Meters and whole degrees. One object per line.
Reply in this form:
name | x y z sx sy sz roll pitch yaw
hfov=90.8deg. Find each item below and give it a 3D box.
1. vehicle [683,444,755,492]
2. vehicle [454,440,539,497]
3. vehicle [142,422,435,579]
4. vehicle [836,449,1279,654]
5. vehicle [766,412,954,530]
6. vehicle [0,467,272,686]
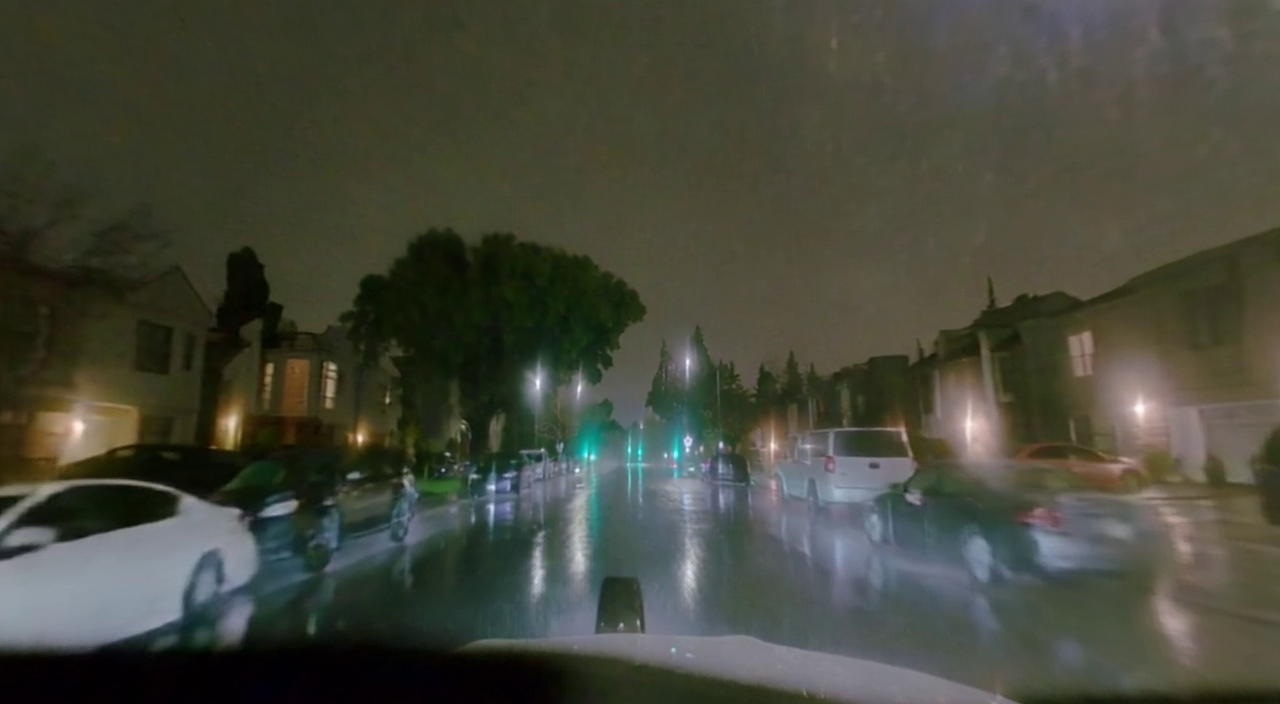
vehicle | 3.534 5.333 29.623 2.415 1.963 5.688 0 -8 -2
vehicle | -5.020 4.165 22.722 2.035 1.822 4.348 0 -10 0
vehicle | -5.067 2.227 10.209 2.022 1.822 5.002 -1 -10 -3
vehicle | 4.163 1.933 7.482 1.850 1.516 5.066 0 -8 -3
vehicle | 4.921 2.786 15.361 2.384 2.317 5.579 0 -9 -1
vehicle | -5.025 1.649 5.000 1.690 1.316 4.249 0 -9 -1
